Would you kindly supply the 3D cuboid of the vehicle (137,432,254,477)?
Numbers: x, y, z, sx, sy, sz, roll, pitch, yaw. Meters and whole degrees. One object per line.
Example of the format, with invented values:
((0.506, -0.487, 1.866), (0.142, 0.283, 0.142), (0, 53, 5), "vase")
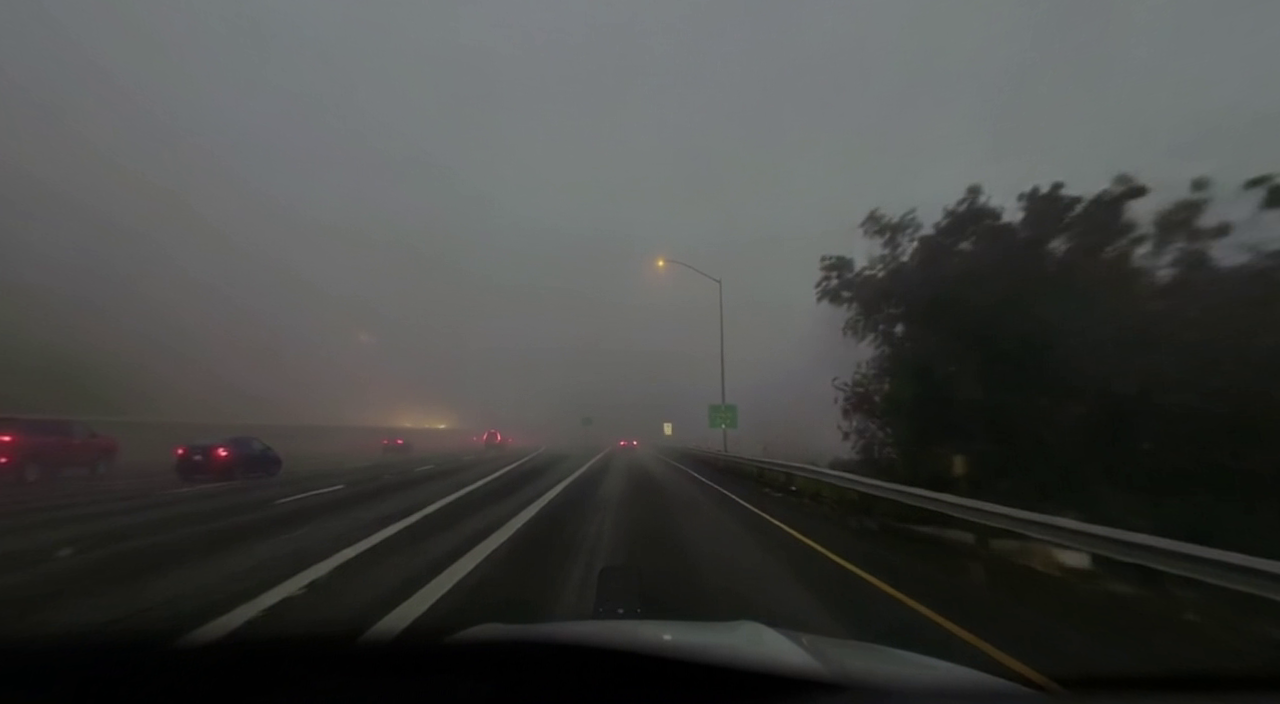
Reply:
((-18.739, 4.351, 26.824), (2.093, 1.735, 4.285), (1, -9, -5), "vehicle")
